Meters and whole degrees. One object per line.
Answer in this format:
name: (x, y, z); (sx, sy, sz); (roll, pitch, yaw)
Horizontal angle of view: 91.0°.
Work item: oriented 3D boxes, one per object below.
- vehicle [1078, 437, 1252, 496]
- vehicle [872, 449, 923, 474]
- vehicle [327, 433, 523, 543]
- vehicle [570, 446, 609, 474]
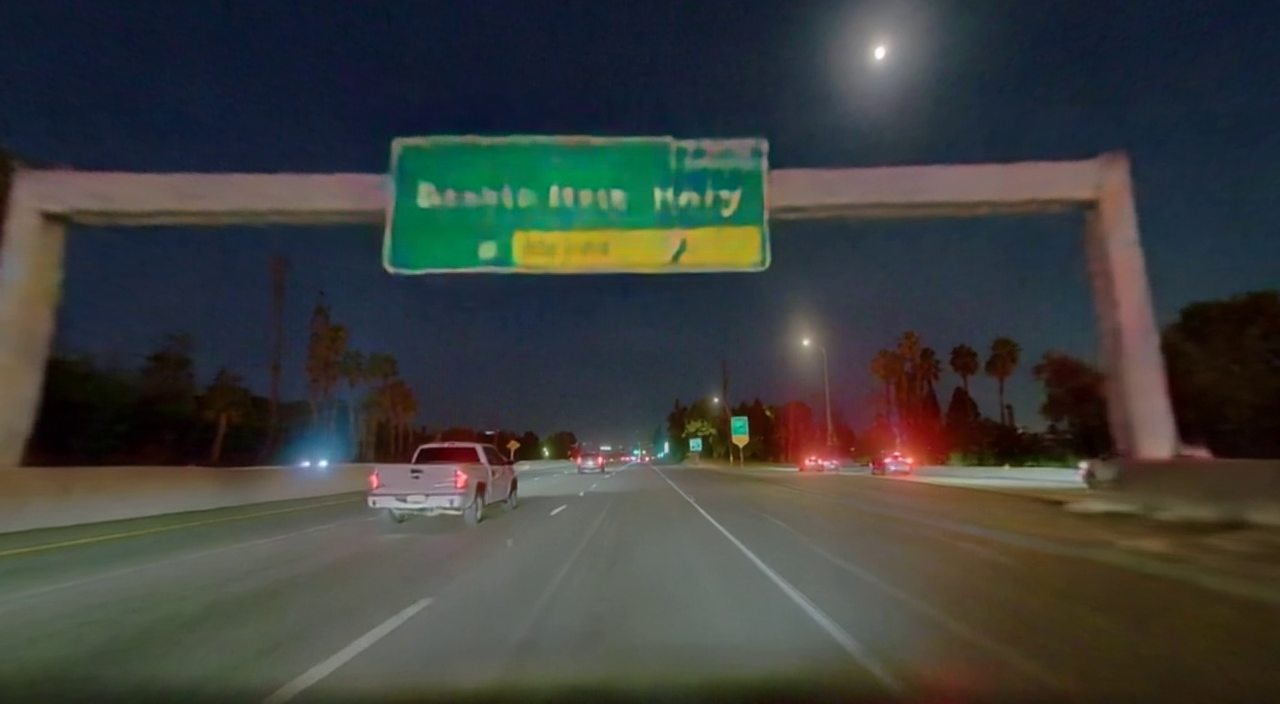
vehicle: (17.526, 3.836, 21.448); (1.991, 1.755, 4.836); (-1, -9, 4)
vehicle: (19.615, 8.339, 48.261); (2.033, 1.794, 5.116); (-1, -9, 4)
vehicle: (-3.925, 2.568, 12.605); (2.162, 1.747, 4.791); (0, -9, 1)
vehicle: (-3.731, 8.096, 47.388); (2.420, 1.937, 5.916); (0, -9, 0)
